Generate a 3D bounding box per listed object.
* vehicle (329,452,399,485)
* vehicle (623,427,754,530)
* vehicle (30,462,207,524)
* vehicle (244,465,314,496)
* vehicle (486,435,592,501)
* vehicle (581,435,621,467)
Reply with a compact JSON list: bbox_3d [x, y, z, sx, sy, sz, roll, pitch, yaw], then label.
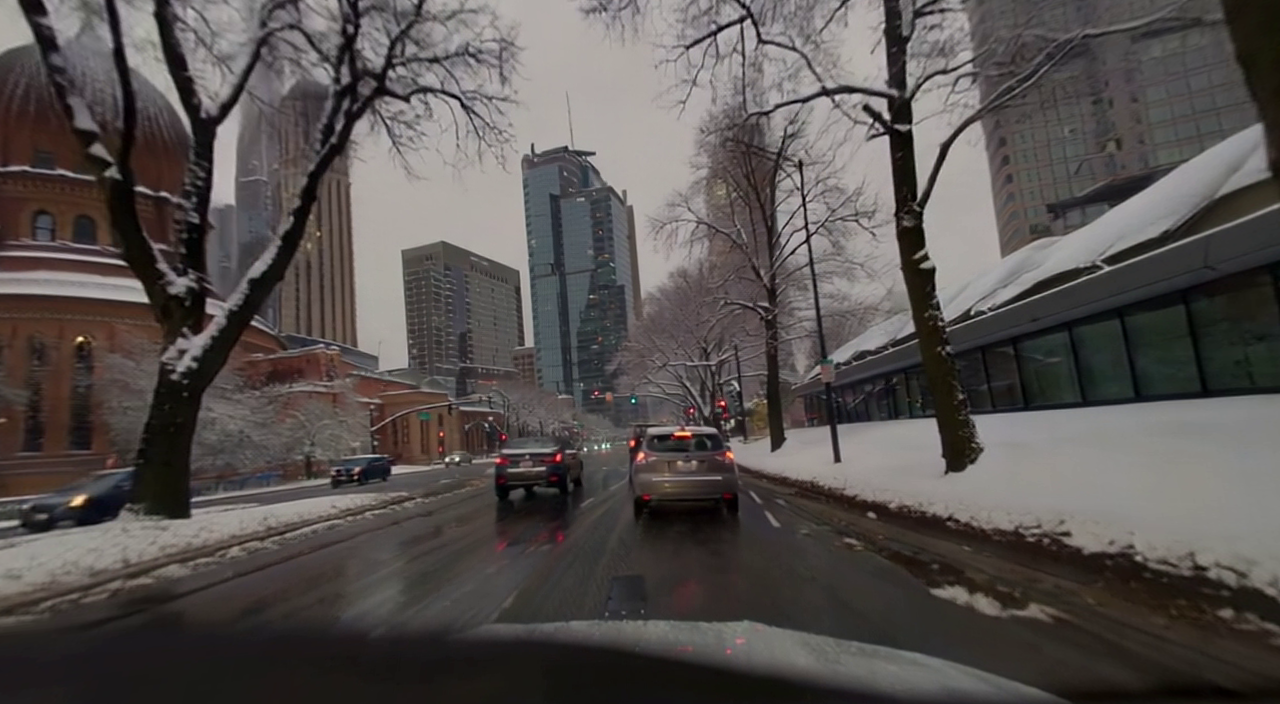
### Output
[{"bbox_3d":[-16.747,7.067,38.572,2.024,1.782,4.827,0,-9,0],"label":"vehicle"},{"bbox_3d":[0.756,2.171,11.301,1.933,1.504,3.802,0,-9,1],"label":"vehicle"},{"bbox_3d":[-16.949,4.572,20.888,2.075,1.700,4.405,0,-9,-1],"label":"vehicle"},{"bbox_3d":[-23.389,8.338,41.086,2.003,1.747,4.505,0,-9,-2],"label":"vehicle"},{"bbox_3d":[-2.533,3.051,16.967,1.961,1.517,4.202,0,-9,3],"label":"vehicle"},{"bbox_3d":[-2.254,5.853,37.425,1.969,1.764,4.160,0,-9,2],"label":"vehicle"}]
